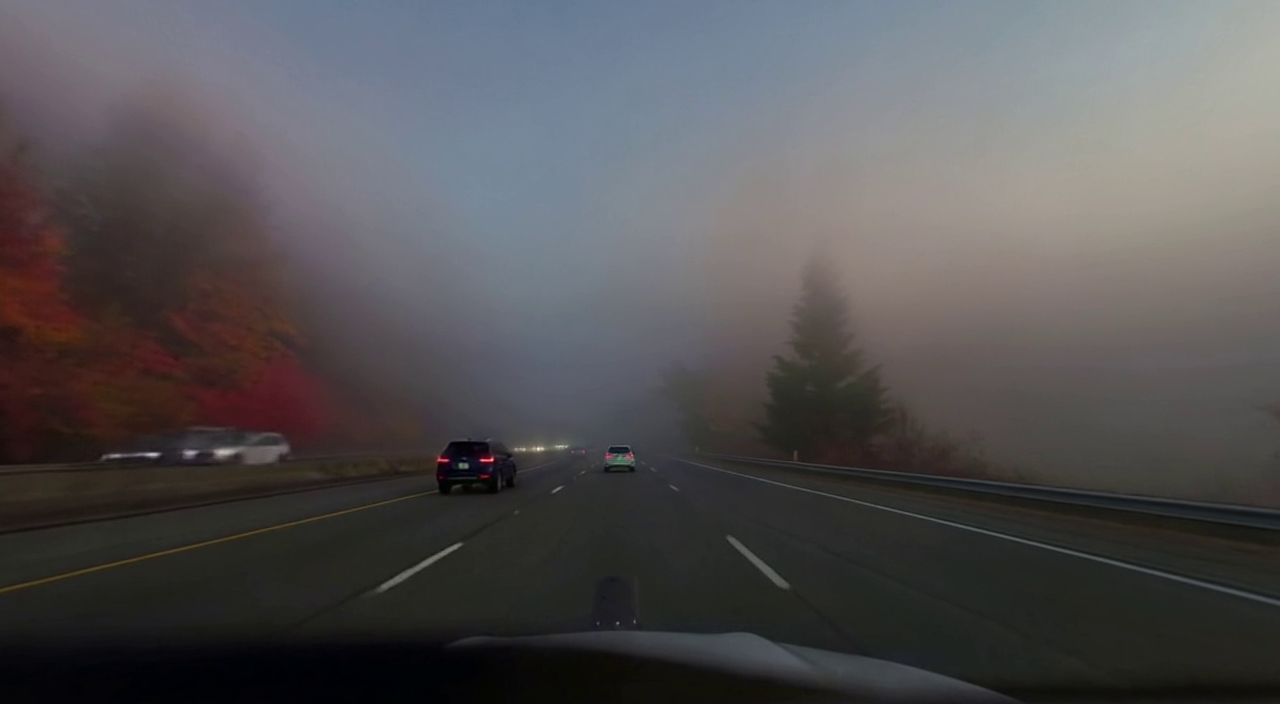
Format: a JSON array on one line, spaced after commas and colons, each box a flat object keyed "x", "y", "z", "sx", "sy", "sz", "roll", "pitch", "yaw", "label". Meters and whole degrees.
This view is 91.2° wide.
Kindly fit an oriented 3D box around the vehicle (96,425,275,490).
[{"x": -13.418, "y": 3.157, "z": 18.966, "sx": 2.019, "sy": 1.666, "sz": 4.565, "roll": 0, "pitch": -9, "yaw": -1, "label": "vehicle"}]

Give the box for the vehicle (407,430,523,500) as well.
[{"x": -4.784, "y": 3.169, "z": 17.930, "sx": 1.974, "sy": 1.688, "sz": 4.727, "roll": -1, "pitch": -9, "yaw": 0, "label": "vehicle"}]

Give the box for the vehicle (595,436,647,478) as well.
[{"x": -0.819, "y": 4.617, "z": 27.646, "sx": 2.115, "sy": 1.661, "sz": 4.049, "roll": 0, "pitch": -9, "yaw": -1, "label": "vehicle"}]
